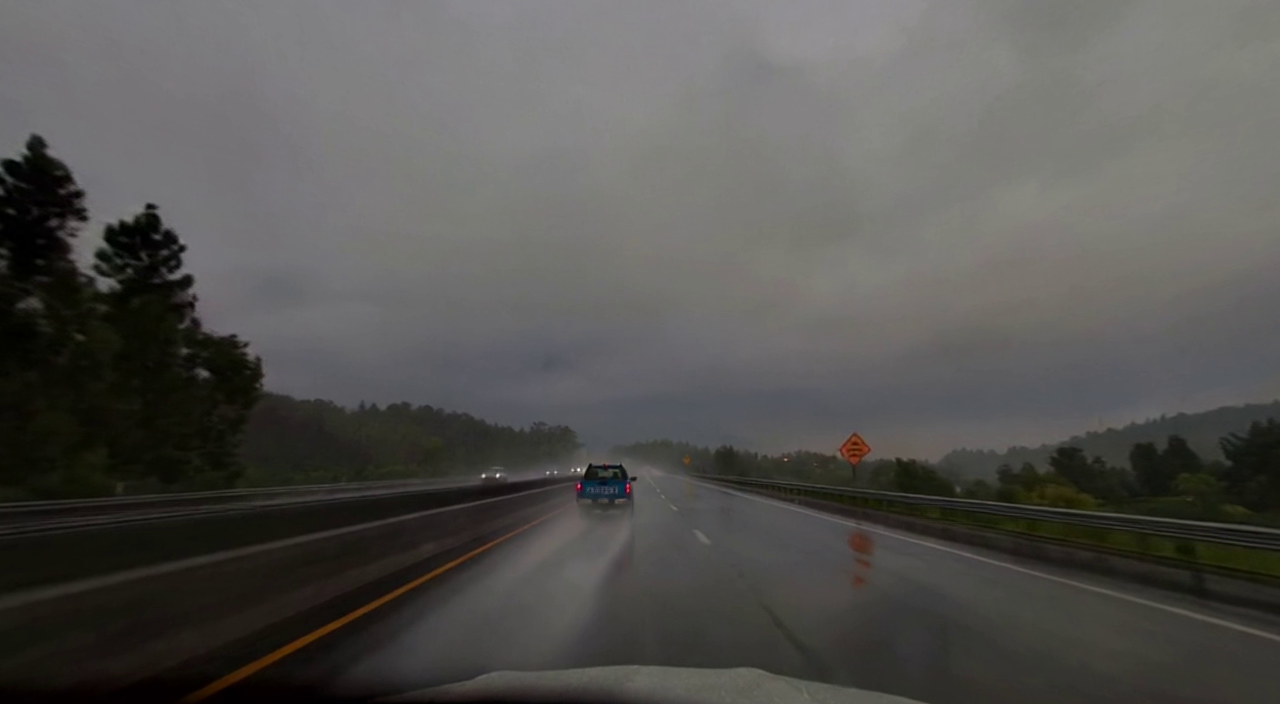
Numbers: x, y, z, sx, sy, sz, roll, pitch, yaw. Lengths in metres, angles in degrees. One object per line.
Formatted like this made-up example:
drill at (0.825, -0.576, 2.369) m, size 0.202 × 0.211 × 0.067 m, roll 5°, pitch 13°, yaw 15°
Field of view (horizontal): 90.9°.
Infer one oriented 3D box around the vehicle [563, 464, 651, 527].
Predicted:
vehicle at (-0.804, 3.988, 18.009) m, size 2.135 × 1.506 × 5.041 m, roll 1°, pitch -10°, yaw 0°
